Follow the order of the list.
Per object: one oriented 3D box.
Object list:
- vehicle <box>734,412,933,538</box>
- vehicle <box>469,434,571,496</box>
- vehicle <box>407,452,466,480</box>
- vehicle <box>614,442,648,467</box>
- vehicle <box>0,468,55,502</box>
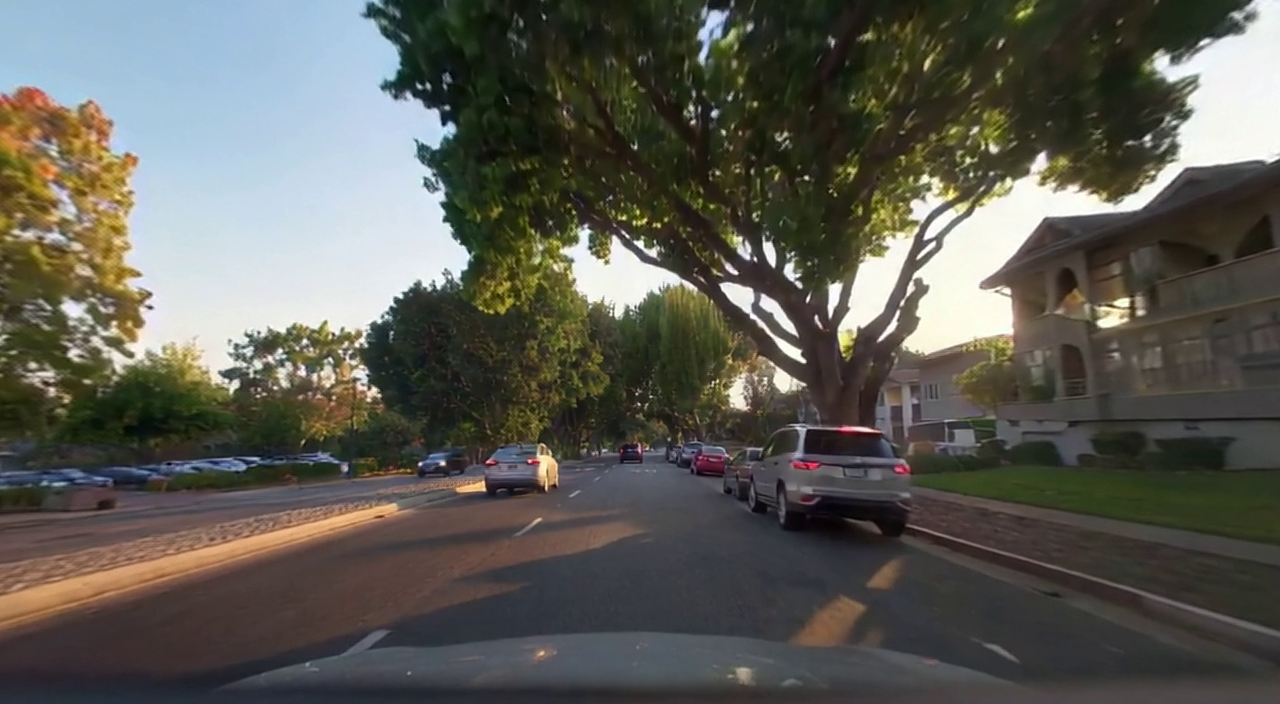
[{"bbox_3d":[3.243,2.225,12.077,2.090,1.839,5.495,0,-9,0],"label":"vehicle"},{"bbox_3d":[-3.495,3.410,19.434,2.129,1.668,4.722,0,-9,1],"label":"vehicle"},{"bbox_3d":[-11.919,6.687,37.309,2.167,1.497,4.256,0,-9,-1],"label":"vehicle"},{"bbox_3d":[-0.555,6.703,41.445,2.142,1.548,4.273,0,-9,0],"label":"vehicle"},{"bbox_3d":[-38.381,7.969,37.883,2.093,1.866,4.589,-9,-12,44],"label":"vehicle"}]
